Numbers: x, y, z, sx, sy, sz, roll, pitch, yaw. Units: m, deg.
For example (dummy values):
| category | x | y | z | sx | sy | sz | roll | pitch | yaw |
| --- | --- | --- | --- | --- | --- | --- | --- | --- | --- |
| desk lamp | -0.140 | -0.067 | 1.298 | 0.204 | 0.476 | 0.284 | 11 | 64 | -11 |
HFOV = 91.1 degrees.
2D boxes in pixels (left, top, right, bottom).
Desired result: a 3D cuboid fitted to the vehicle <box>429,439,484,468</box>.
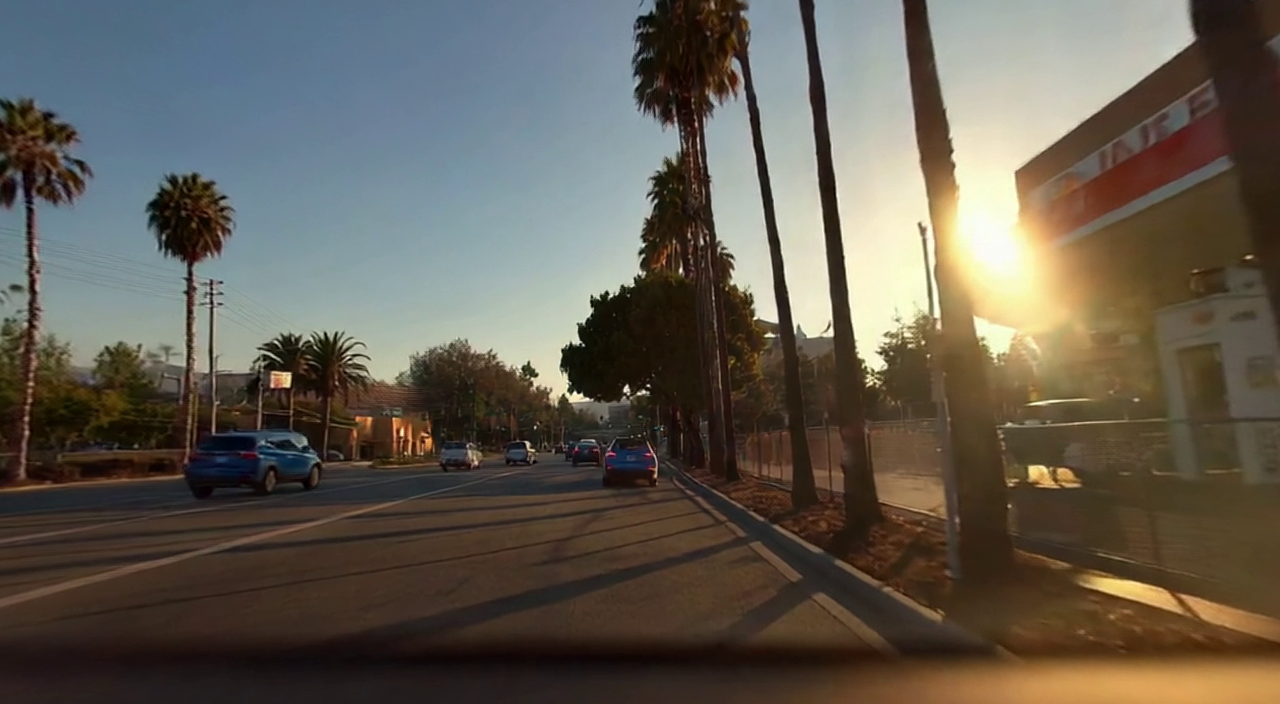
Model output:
| category | x | y | z | sx | sy | sz | roll | pitch | yaw |
| --- | --- | --- | --- | --- | --- | --- | --- | --- | --- |
| vehicle | -11.387 | 6.349 | 39.386 | 1.998 | 1.731 | 4.952 | 0 | -9 | -1 |

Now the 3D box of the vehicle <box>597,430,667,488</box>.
| category | x | y | z | sx | sy | sz | roll | pitch | yaw |
| --- | --- | --- | --- | --- | --- | --- | --- | --- | --- |
| vehicle | -0.231 | 3.521 | 20.842 | 2.121 | 1.710 | 3.893 | 0 | -9 | 0 |

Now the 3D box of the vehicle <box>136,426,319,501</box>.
| category | x | y | z | sx | sy | sz | roll | pitch | yaw |
| --- | --- | --- | --- | --- | --- | --- | --- | --- | --- |
| vehicle | -10.818 | 2.946 | 16.945 | 1.965 | 1.743 | 4.327 | 0 | -9 | 0 |

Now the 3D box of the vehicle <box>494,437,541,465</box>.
| category | x | y | z | sx | sy | sz | roll | pitch | yaw |
| --- | --- | --- | --- | --- | --- | --- | --- | --- | --- |
| vehicle | -7.673 | 6.248 | 39.642 | 2.099 | 1.608 | 4.420 | 0 | -9 | 0 |

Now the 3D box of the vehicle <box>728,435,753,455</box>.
| category | x | y | z | sx | sy | sz | roll | pitch | yaw |
| --- | --- | --- | --- | --- | --- | --- | --- | --- | --- |
| vehicle | 7.671 | 7.128 | 47.870 | 1.837 | 1.416 | 3.947 | -1 | -9 | 9 |
